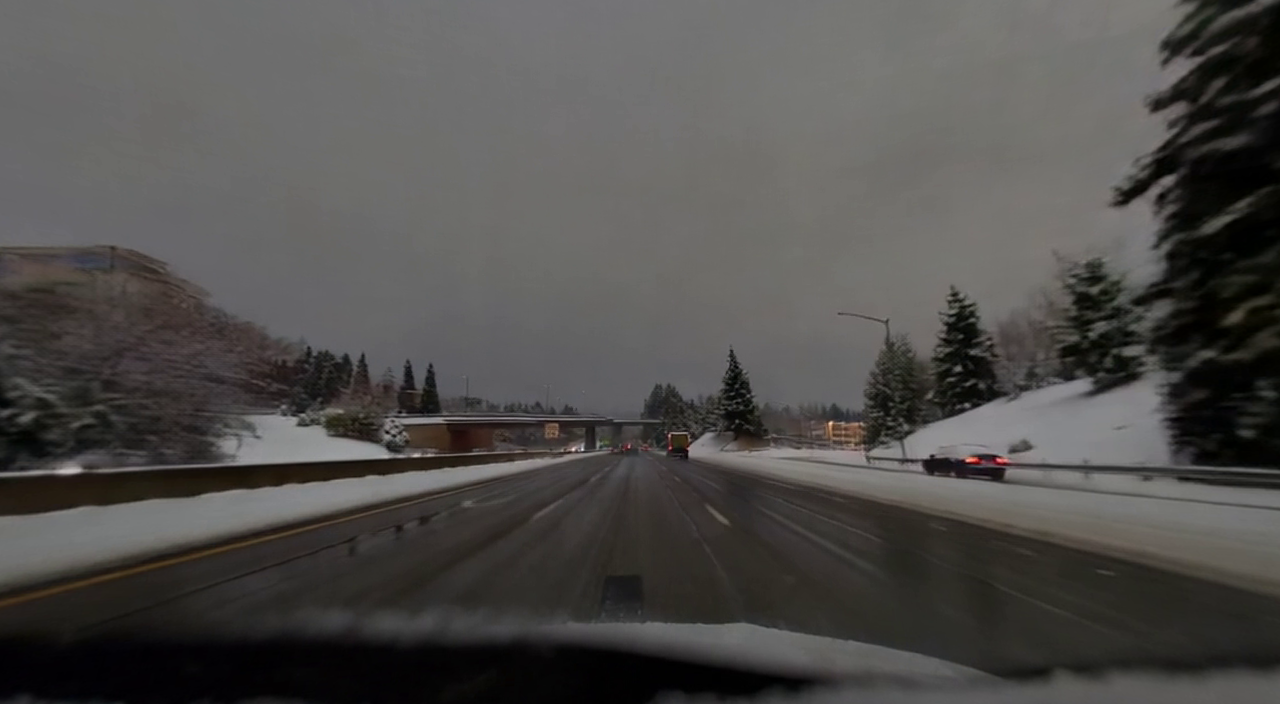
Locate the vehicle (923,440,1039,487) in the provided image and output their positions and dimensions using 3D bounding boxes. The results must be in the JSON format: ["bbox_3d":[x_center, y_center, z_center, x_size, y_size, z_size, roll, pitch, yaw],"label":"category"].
[{"bbox_3d":[12.177,3.996,22.916,1.878,1.509,4.327,-1,-9,2],"label":"vehicle"}]

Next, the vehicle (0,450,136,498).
[{"bbox_3d":[-23.163,4.822,25.460,1.986,1.724,4.400,0,-9,0],"label":"vehicle"}]
